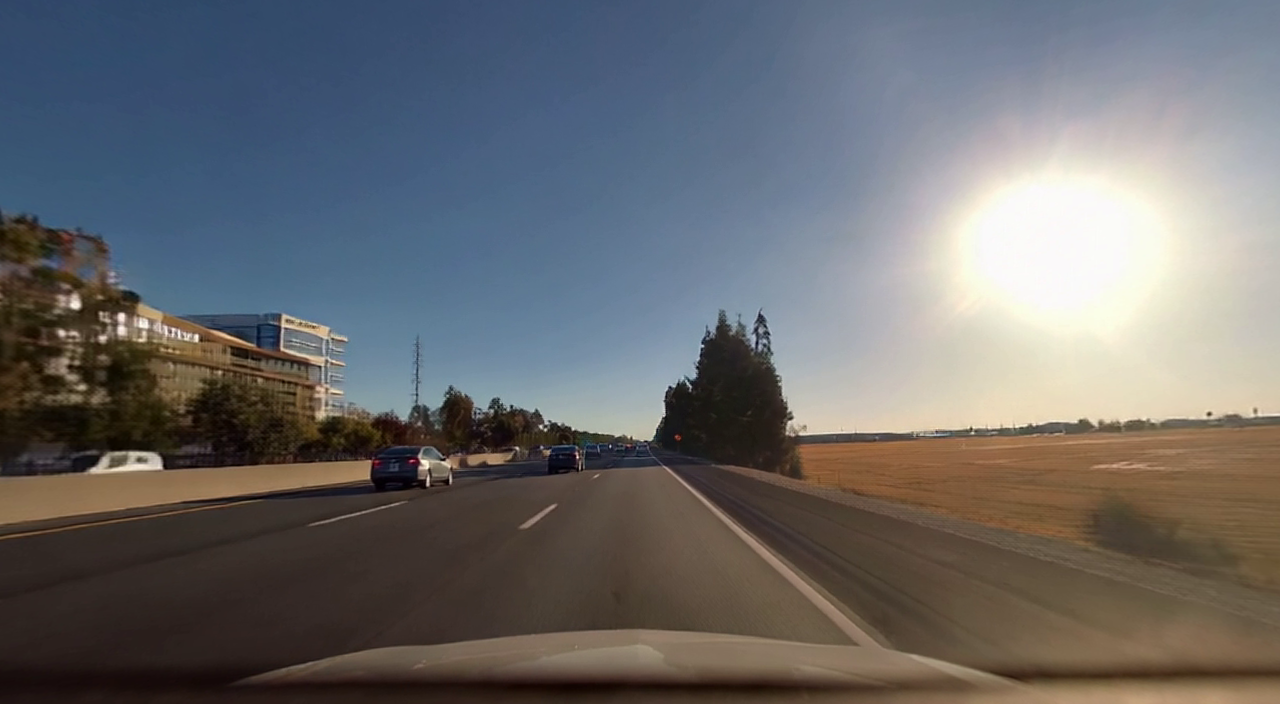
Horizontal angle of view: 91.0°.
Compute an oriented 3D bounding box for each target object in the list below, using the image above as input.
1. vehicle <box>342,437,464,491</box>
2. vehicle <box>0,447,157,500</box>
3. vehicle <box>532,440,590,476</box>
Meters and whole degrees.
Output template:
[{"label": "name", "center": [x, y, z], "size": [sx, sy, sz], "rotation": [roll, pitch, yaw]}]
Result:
[{"label": "vehicle", "center": [-7.459, 3.566, 20.401], "size": [2.034, 1.523, 4.627], "rotation": [0, -9, 1]}, {"label": "vehicle", "center": [-19.407, 4.049, 21.477], "size": [1.993, 1.554, 4.753], "rotation": [0, -9, 1]}, {"label": "vehicle", "center": [-3.729, 5.121, 30.665], "size": [2.083, 1.588, 4.801], "rotation": [0, -9, 1]}]
